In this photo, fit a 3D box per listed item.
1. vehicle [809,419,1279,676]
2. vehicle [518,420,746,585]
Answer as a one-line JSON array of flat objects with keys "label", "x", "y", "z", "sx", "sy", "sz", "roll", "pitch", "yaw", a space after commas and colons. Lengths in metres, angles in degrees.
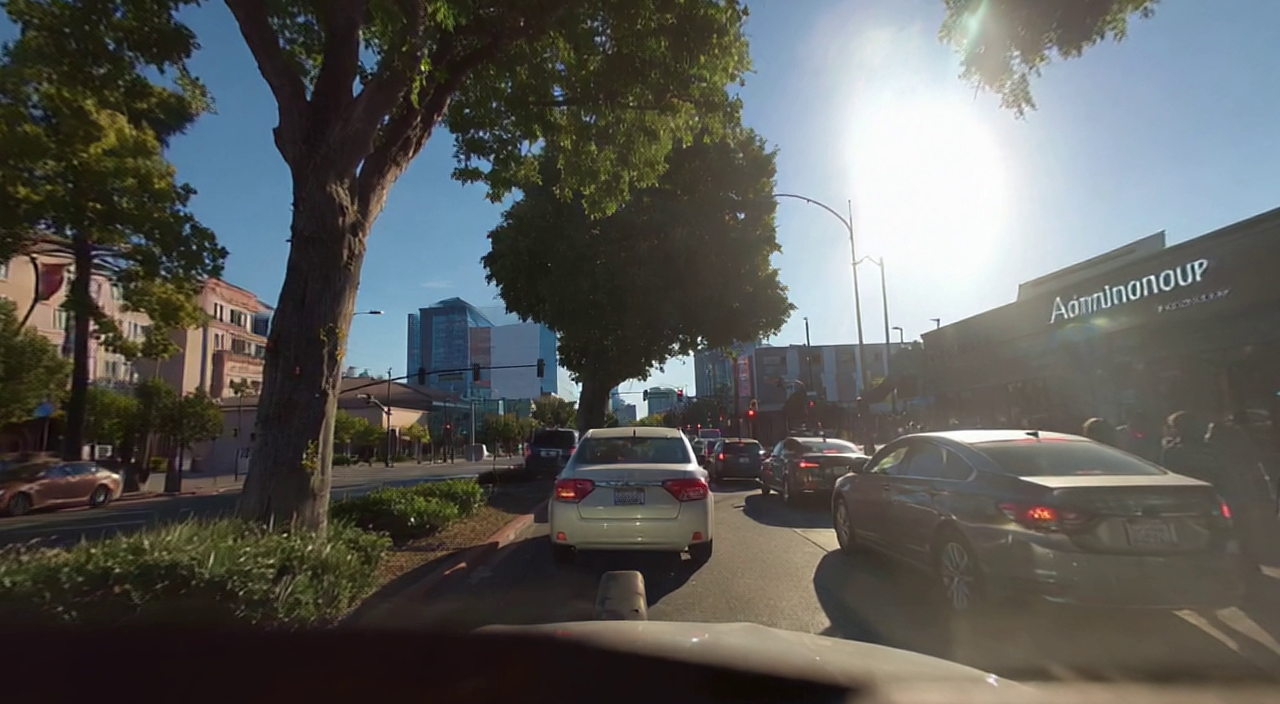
[{"label": "vehicle", "x": 3.219, "y": 1.468, "z": 5.974, "sx": 1.912, "sy": 1.454, "sz": 4.537, "roll": 0, "pitch": -9, "yaw": -1}, {"label": "vehicle", "x": -0.111, "y": 1.703, "z": 7.948, "sx": 2.118, "sy": 1.512, "sz": 4.013, "roll": 0, "pitch": -9, "yaw": -1}]
